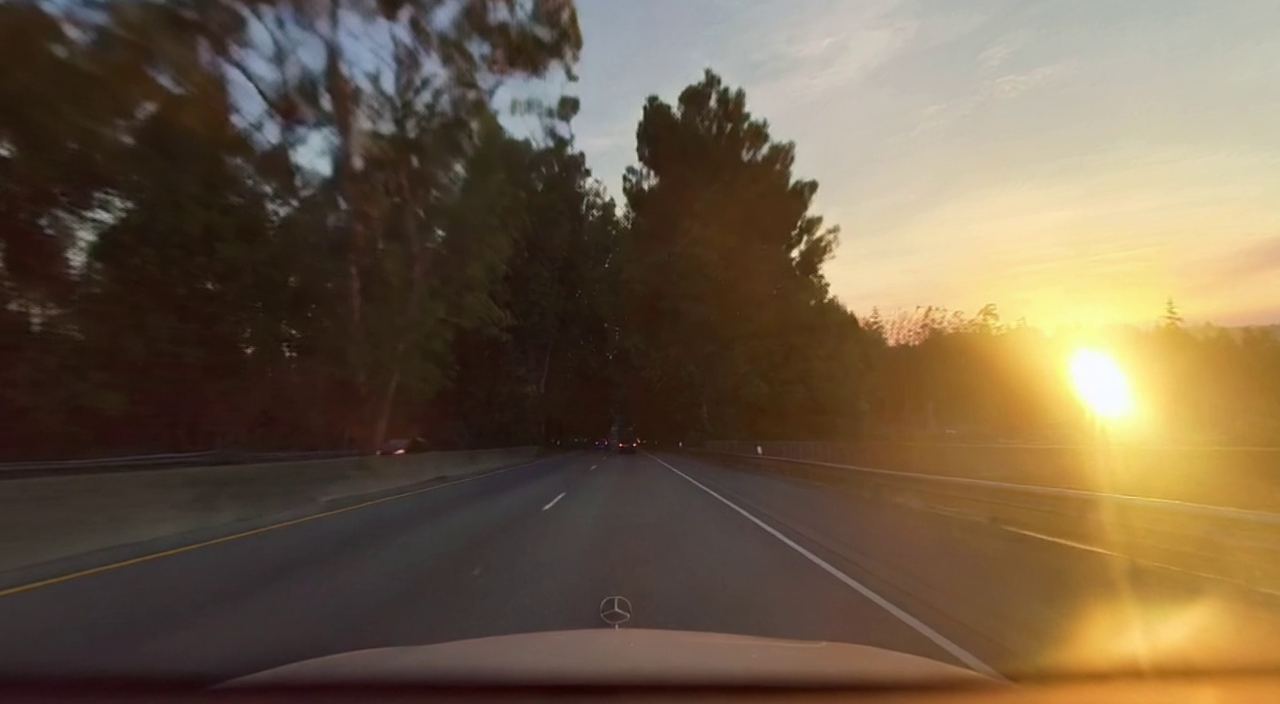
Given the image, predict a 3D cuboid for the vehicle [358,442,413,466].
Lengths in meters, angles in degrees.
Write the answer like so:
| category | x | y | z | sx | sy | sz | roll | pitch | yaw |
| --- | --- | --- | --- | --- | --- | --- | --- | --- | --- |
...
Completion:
| category | x | y | z | sx | sy | sz | roll | pitch | yaw |
| --- | --- | --- | --- | --- | --- | --- | --- | --- | --- |
| vehicle | -16.760 | 6.694 | 41.625 | 1.890 | 1.480 | 4.241 | 0 | -8 | 0 |
